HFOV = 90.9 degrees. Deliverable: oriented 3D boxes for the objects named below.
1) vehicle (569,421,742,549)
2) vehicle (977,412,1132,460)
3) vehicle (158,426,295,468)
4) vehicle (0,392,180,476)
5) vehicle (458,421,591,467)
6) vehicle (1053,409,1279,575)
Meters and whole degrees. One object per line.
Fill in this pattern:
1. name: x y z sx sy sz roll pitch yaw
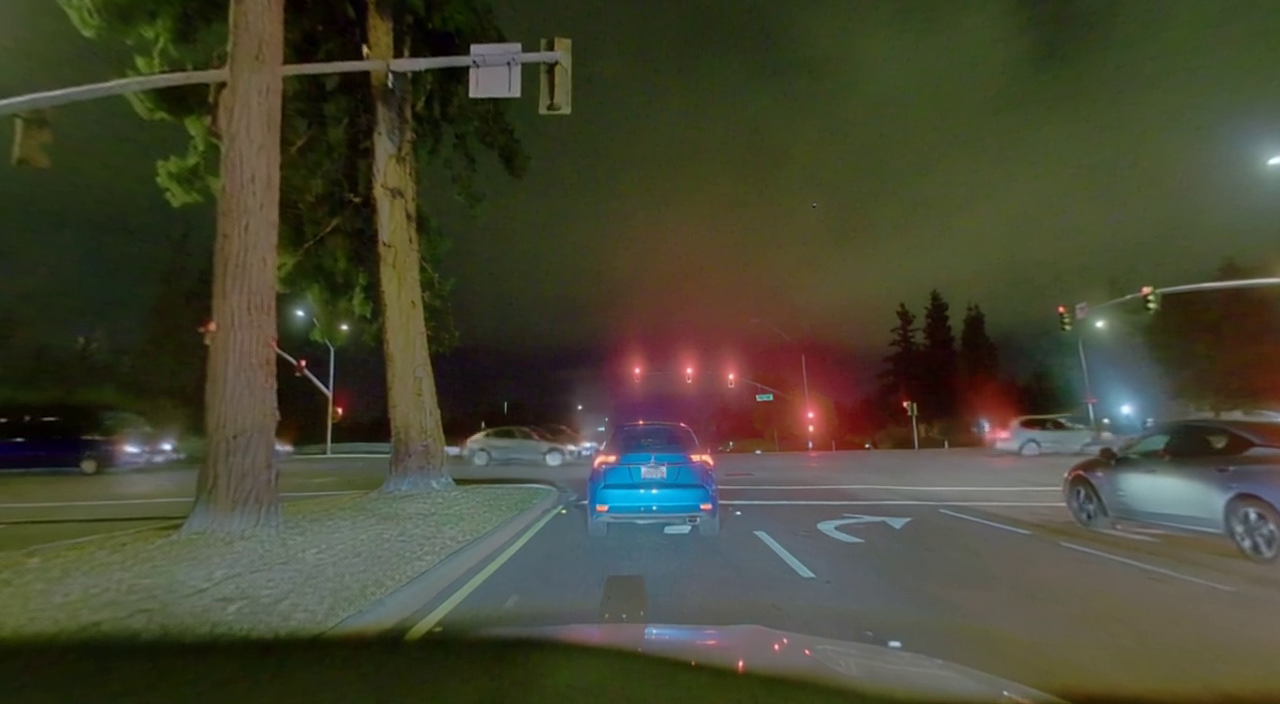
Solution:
1. vehicle: 0.133 1.851 9.416 2.041 1.485 3.813 0 -8 -1
2. vehicle: 16.581 3.386 25.440 4.786 1.803 1.967 0 -8 0
3. vehicle: -18.853 4.357 28.935 4.833 1.784 2.027 0 -8 1
4. vehicle: -24.971 3.320 25.409 10.544 3.126 2.909 0 -8 1
5. vehicle: -4.519 3.699 25.340 4.921 1.757 2.036 -1 -8 1
6. vehicle: 7.093 1.497 7.125 1.901 1.577 4.348 0 -8 0
